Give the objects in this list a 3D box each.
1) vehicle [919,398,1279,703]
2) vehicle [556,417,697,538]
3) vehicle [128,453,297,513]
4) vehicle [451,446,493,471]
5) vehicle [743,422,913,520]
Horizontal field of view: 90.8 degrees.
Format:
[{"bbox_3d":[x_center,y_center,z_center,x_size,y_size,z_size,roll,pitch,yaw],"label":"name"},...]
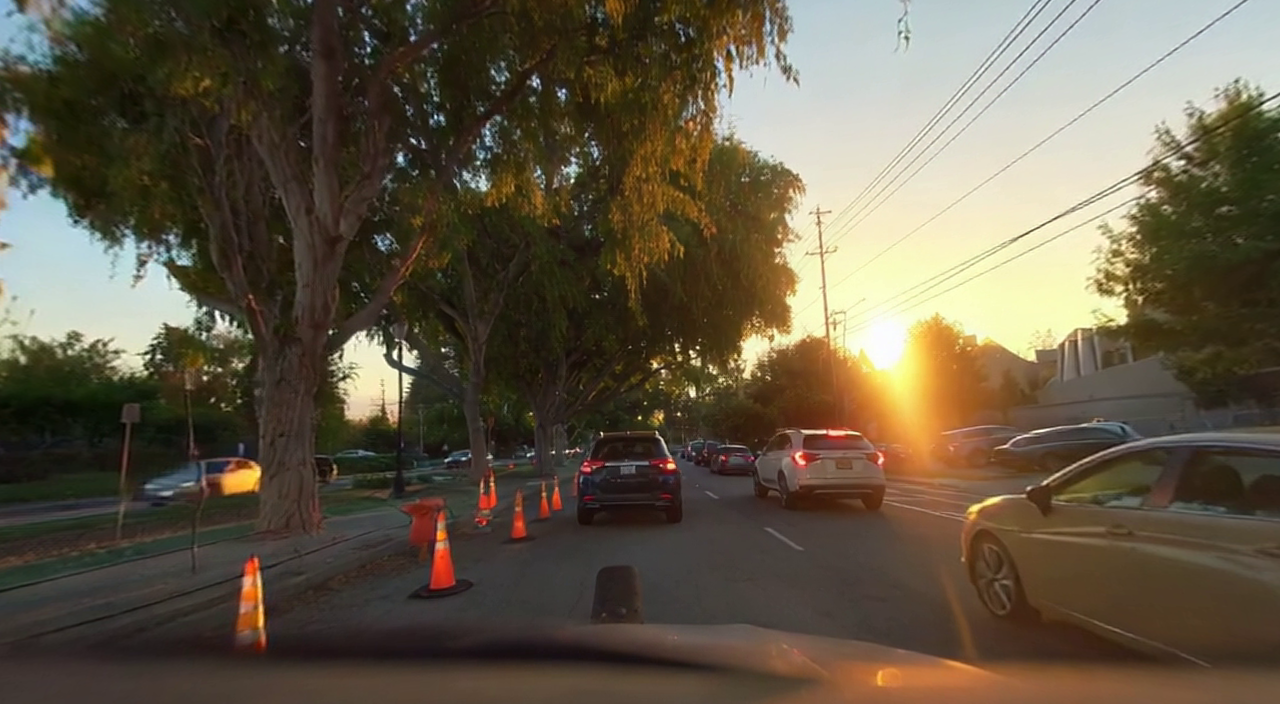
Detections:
[{"bbox_3d":[3.401,1.004,3.064,1.977,1.460,4.565,0,-8,0],"label":"vehicle"},{"bbox_3d":[-0.248,2.122,11.255,2.050,1.745,3.915,0,-8,-1],"label":"vehicle"},{"bbox_3d":[-12.254,3.745,18.539,1.836,1.451,4.456,-1,-8,0],"label":"vehicle"},{"bbox_3d":[-12.634,8.020,47.836,1.911,1.693,4.452,-1,-8,1],"label":"vehicle"},{"bbox_3d":[3.777,2.490,13.788,2.116,1.726,4.672,0,-8,-2],"label":"vehicle"}]
